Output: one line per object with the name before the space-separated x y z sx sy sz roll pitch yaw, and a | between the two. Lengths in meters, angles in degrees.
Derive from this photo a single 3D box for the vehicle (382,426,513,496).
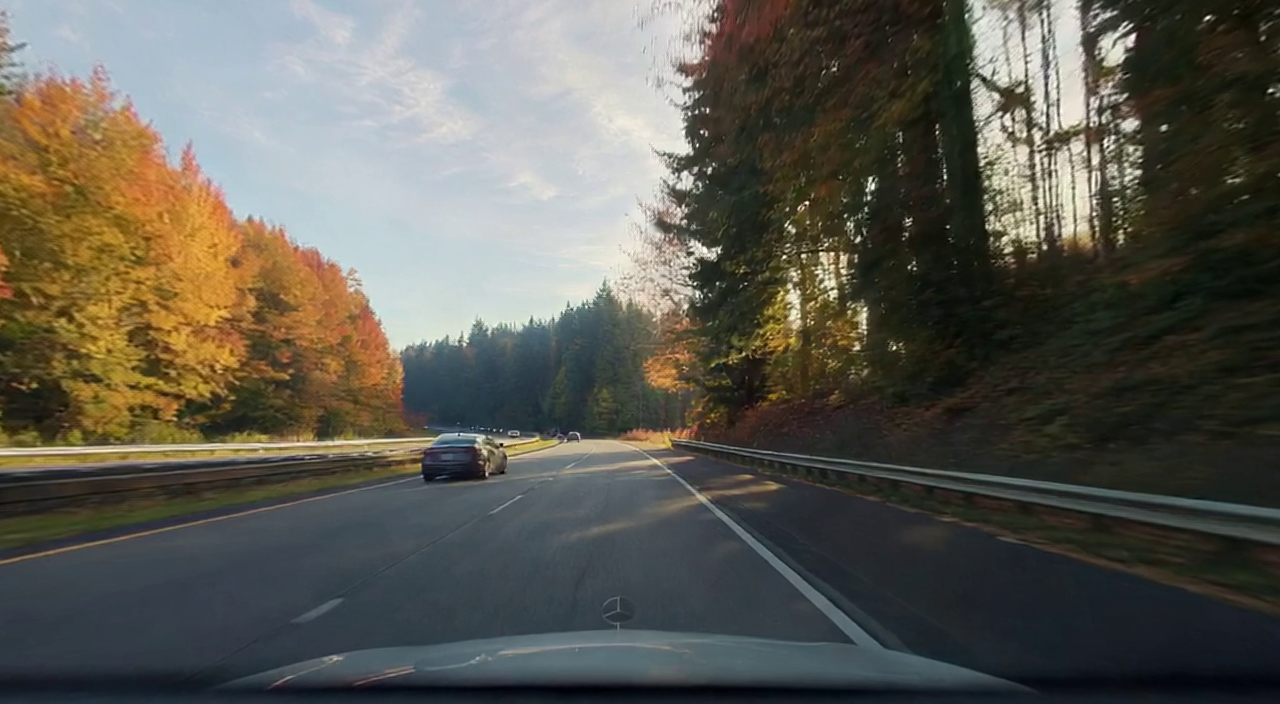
vehicle | -4.774 2.740 16.355 2.073 1.559 4.393 0 -8 -1
